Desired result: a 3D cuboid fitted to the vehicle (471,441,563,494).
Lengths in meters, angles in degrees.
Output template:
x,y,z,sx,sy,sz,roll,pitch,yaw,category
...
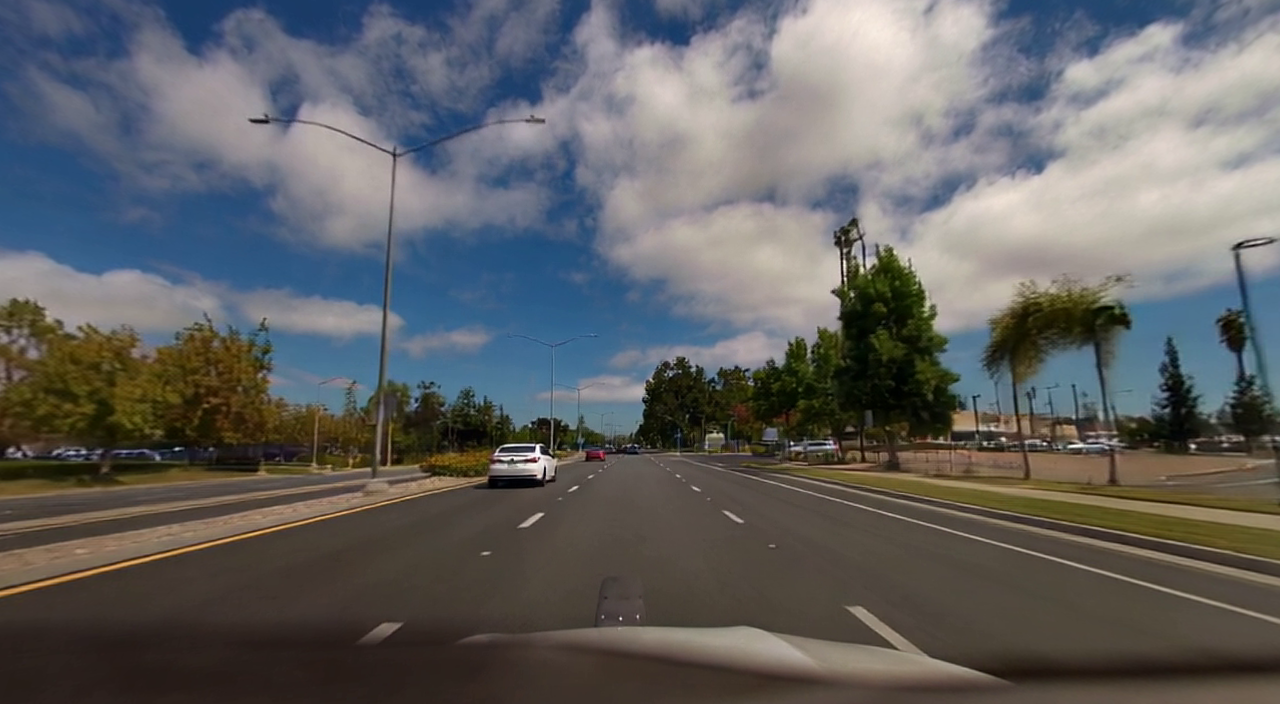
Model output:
x,y,z,sx,sy,sz,roll,pitch,yaw,category
-3.665,3.525,19.717,2.003,1.454,4.484,0,-9,0,vehicle
